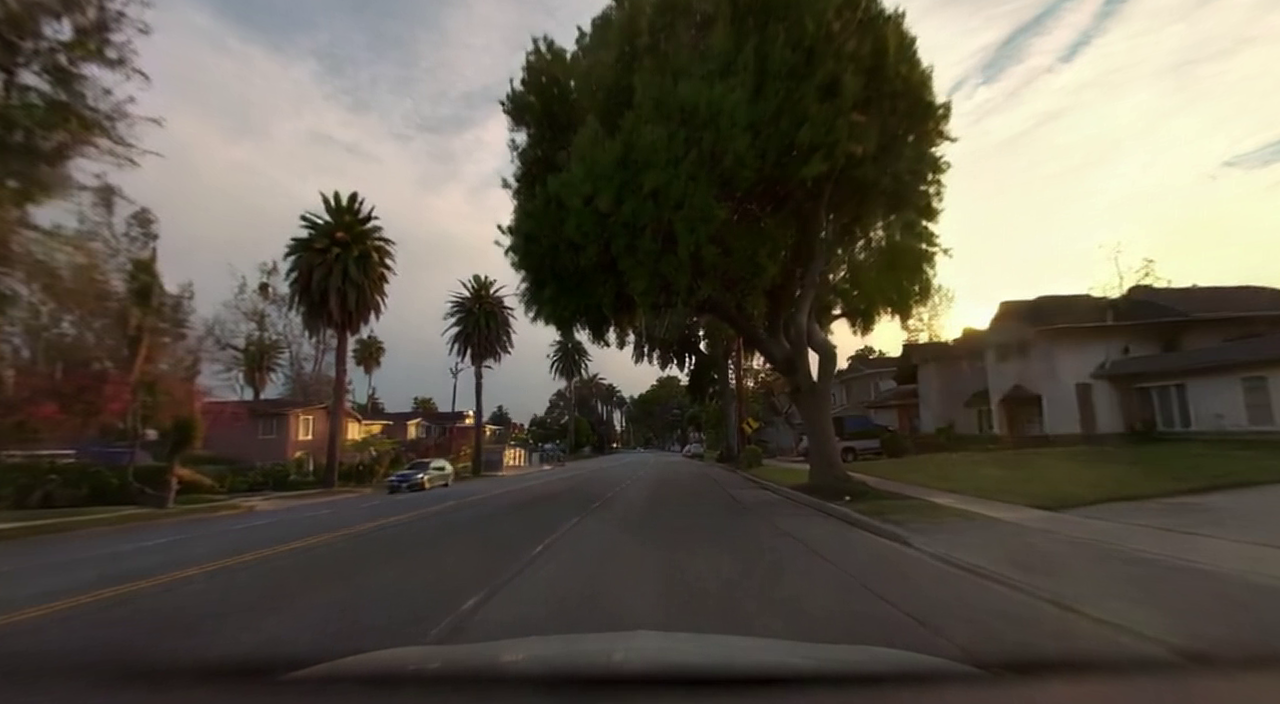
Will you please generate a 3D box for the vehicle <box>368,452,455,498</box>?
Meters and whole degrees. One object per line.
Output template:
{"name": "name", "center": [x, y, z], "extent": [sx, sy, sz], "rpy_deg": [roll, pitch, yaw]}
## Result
{"name": "vehicle", "center": [-10.053, 5.397, 28.178], "extent": [2.001, 1.725, 4.504], "rpy_deg": [-4, -9, 4]}
